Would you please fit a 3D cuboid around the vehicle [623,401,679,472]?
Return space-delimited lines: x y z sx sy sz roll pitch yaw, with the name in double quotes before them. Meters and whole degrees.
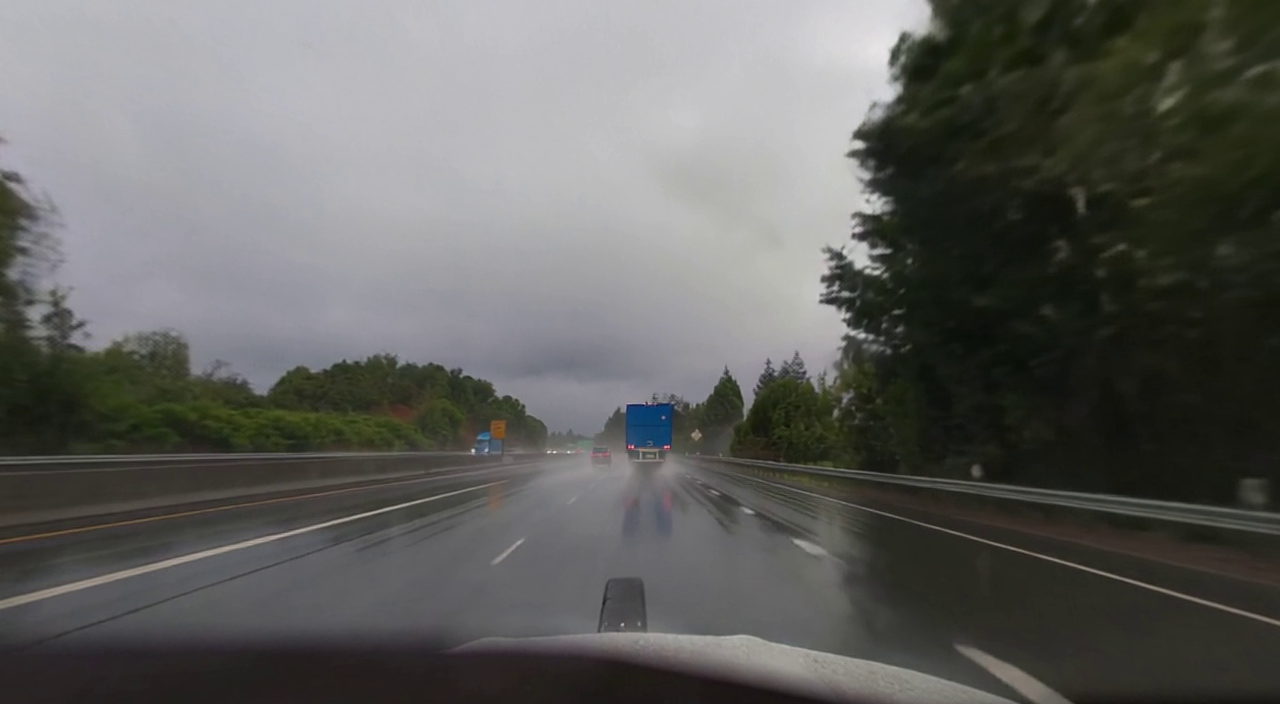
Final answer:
"vehicle" 0.476 5.611 41.010 3.055 4.009 10.972 0 -9 -2
